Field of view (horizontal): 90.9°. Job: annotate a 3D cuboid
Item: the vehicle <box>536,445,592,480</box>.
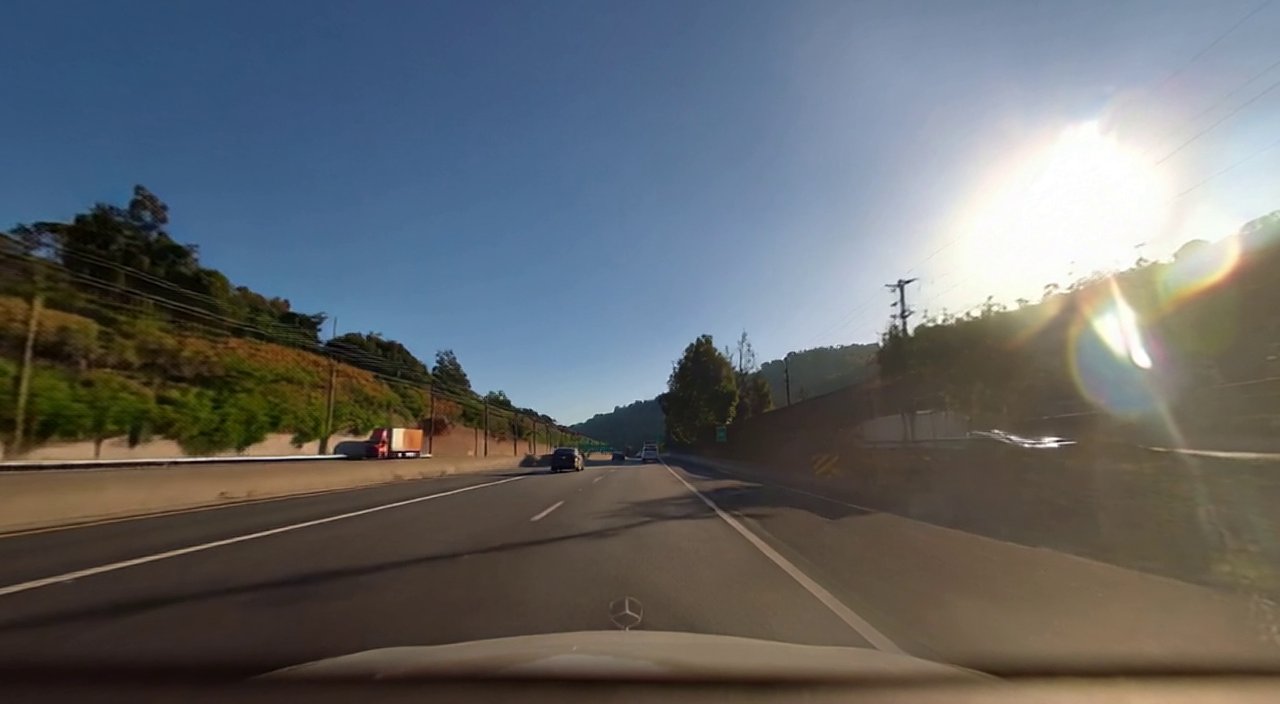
[{"bbox_3d":[-3.820,5.669,32.616,2.263,1.696,4.321,0,-9,2],"label":"vehicle"}]
